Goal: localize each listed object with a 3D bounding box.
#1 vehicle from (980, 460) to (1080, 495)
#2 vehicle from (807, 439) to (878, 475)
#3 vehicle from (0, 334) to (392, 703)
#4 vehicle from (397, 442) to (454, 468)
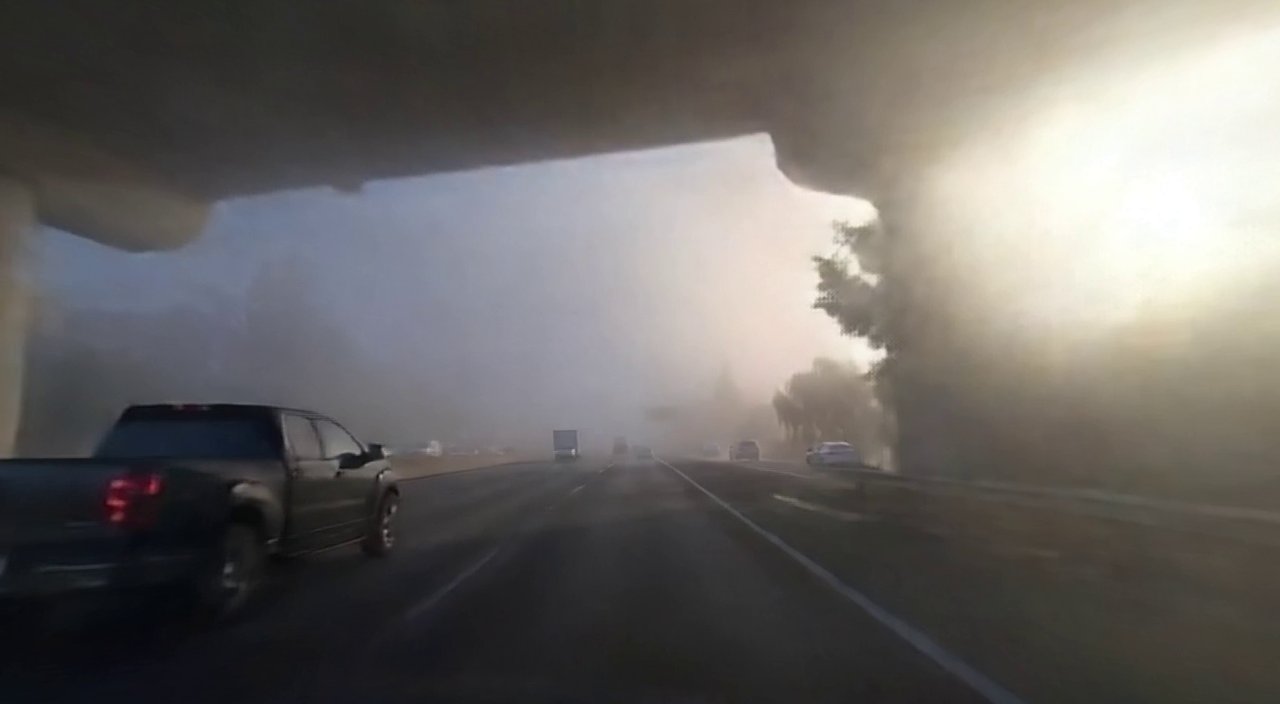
[{"bbox_3d":[29.627,9.541,48.113,5.938,2.070,2.138,-5,-4,10],"label":"vehicle"},{"bbox_3d":[9.859,5.131,31.073,1.971,1.638,4.295,0,-8,-1],"label":"vehicle"},{"bbox_3d":[-3.961,1.202,5.052,1.994,1.911,4.819,0,-8,0],"label":"vehicle"},{"bbox_3d":[-16.513,7.965,48.996,2.339,1.926,5.751,0,-8,1],"label":"vehicle"}]
